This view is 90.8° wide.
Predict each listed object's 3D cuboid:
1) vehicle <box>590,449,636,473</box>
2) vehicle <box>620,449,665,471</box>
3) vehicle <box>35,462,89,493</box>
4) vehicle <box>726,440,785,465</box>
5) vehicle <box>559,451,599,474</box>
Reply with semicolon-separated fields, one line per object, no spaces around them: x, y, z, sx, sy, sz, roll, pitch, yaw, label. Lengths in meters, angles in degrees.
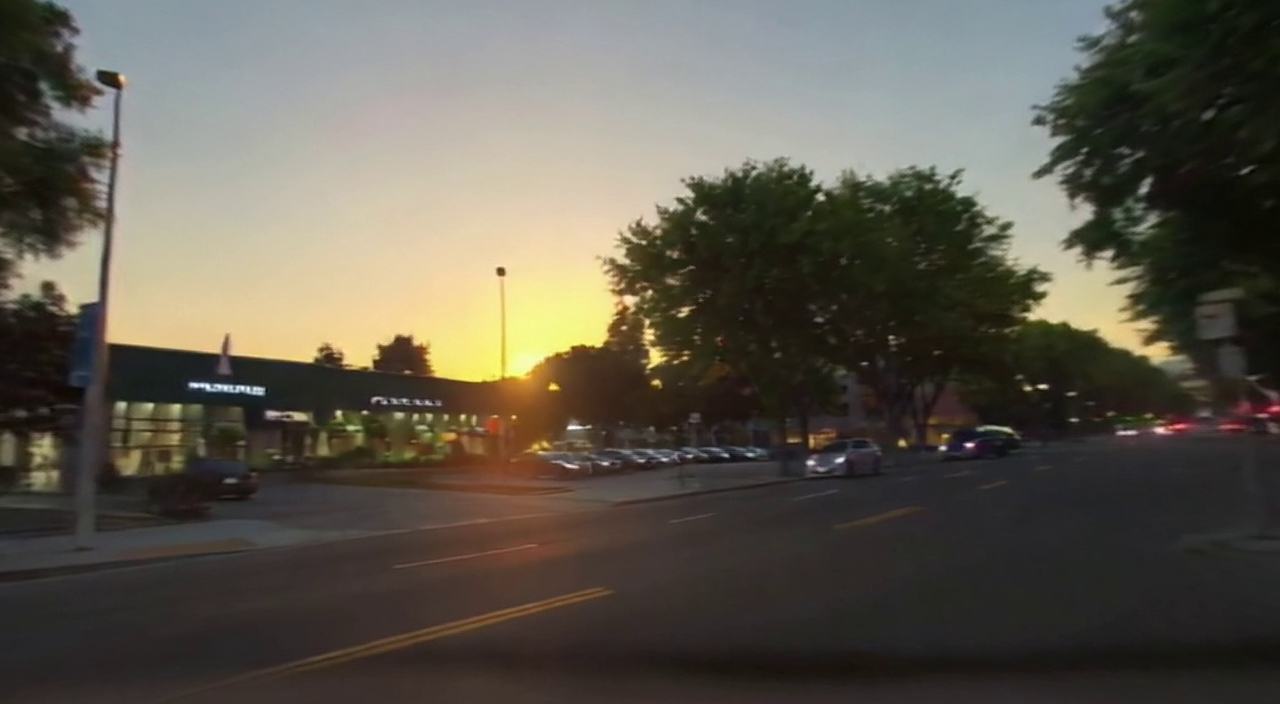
-1.972;7.658;44.501;2.121;1.541;5.124;2;-9;-15;vehicle
0.122;8.118;47.799;2.102;1.541;4.416;3;-9;-18;vehicle
-40.388;8.793;44.101;4.560;1.862;2.290;-12;-11;41;vehicle
8.649;7.593;47.882;2.112;1.719;5.483;2;-9;-16;vehicle
-4.254;7.614;43.594;2.130;1.458;4.157;2;-9;-13;vehicle
